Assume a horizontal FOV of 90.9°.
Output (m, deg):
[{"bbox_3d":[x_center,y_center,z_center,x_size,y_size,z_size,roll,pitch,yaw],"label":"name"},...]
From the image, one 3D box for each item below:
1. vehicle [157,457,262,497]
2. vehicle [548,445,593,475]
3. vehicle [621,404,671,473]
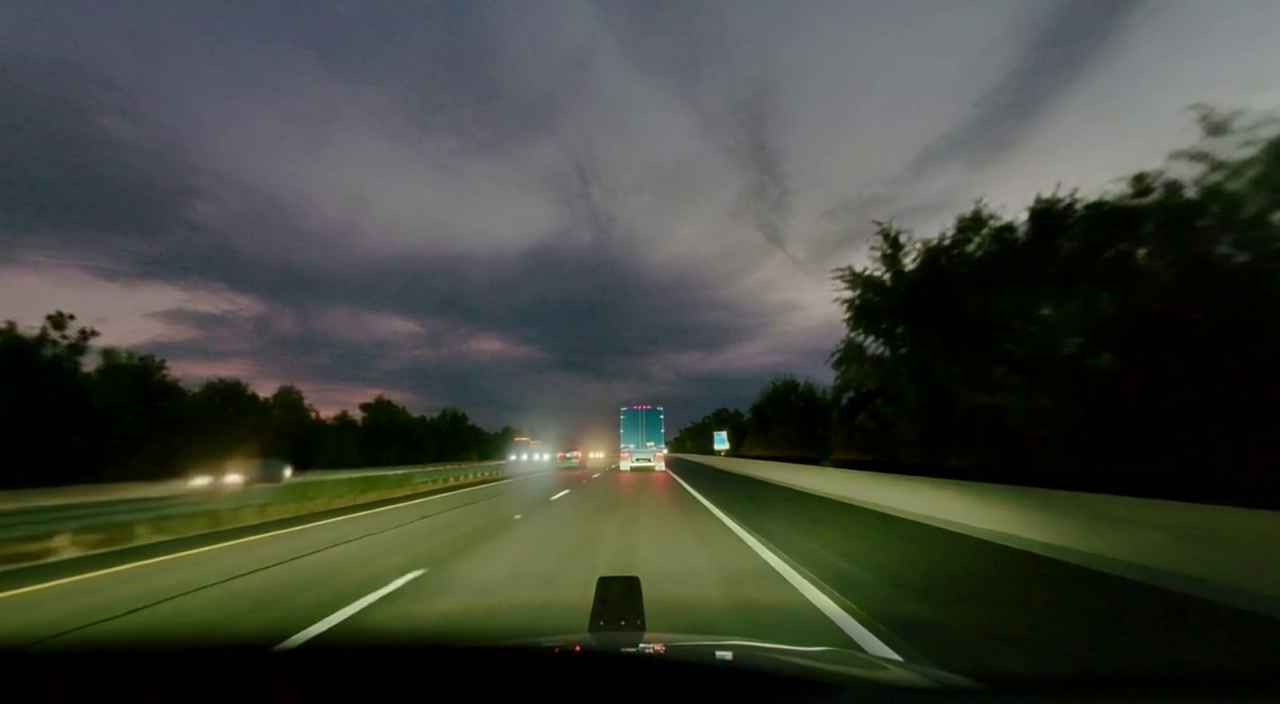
[{"bbox_3d":[-17.380,5.022,25.662,1.685,1.429,3.606,0,-9,0],"label":"vehicle"},{"bbox_3d":[-3.912,6.152,36.034,2.063,1.583,4.049,0,-9,1],"label":"vehicle"},{"bbox_3d":[0.383,5.803,41.773,2.899,3.966,10.053,0,-9,0],"label":"vehicle"}]
